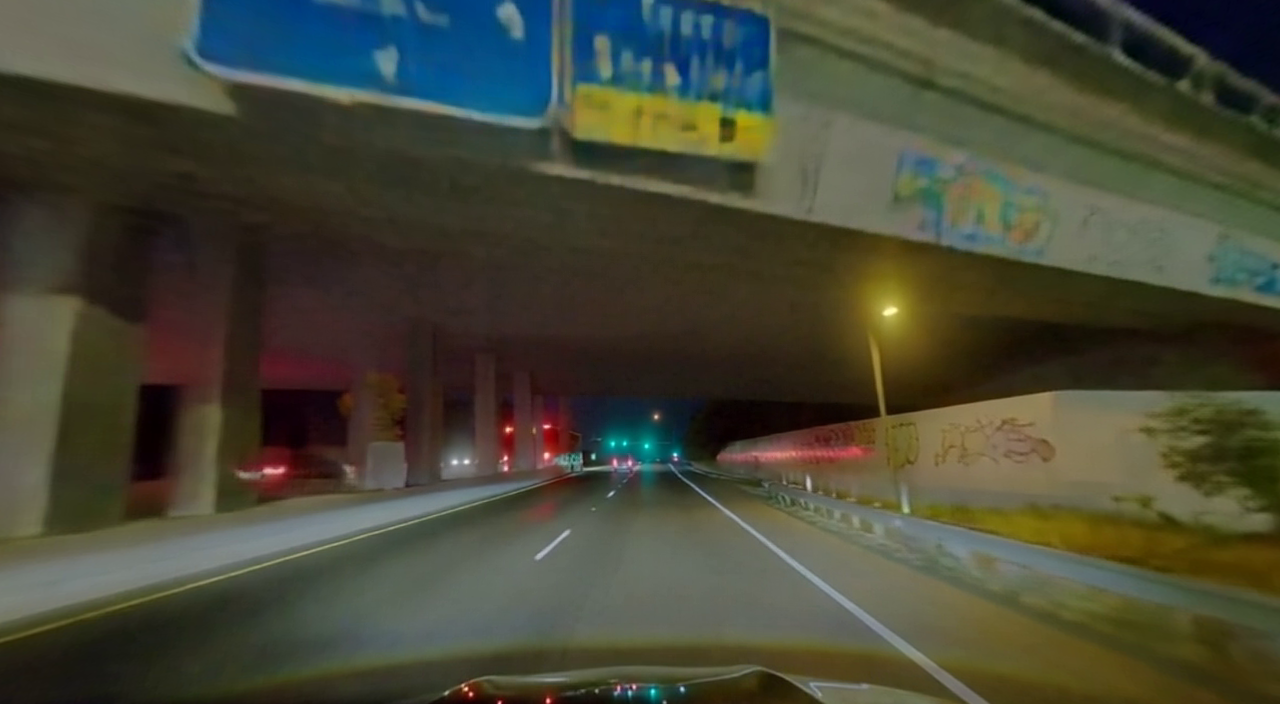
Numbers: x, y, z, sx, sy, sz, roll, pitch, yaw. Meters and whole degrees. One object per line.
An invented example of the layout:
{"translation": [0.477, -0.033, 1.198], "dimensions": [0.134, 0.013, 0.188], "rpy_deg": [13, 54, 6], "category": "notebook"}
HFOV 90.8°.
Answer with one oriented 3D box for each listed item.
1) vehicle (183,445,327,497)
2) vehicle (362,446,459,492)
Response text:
{"translation": [-13.361, 4.119, 22.333], "dimensions": [2.059, 1.615, 4.688], "rpy_deg": [0, -8, 1], "category": "vehicle"}
{"translation": [-8.856, 4.520, 24.848], "dimensions": [1.979, 1.600, 4.516], "rpy_deg": [0, -8, 2], "category": "vehicle"}
